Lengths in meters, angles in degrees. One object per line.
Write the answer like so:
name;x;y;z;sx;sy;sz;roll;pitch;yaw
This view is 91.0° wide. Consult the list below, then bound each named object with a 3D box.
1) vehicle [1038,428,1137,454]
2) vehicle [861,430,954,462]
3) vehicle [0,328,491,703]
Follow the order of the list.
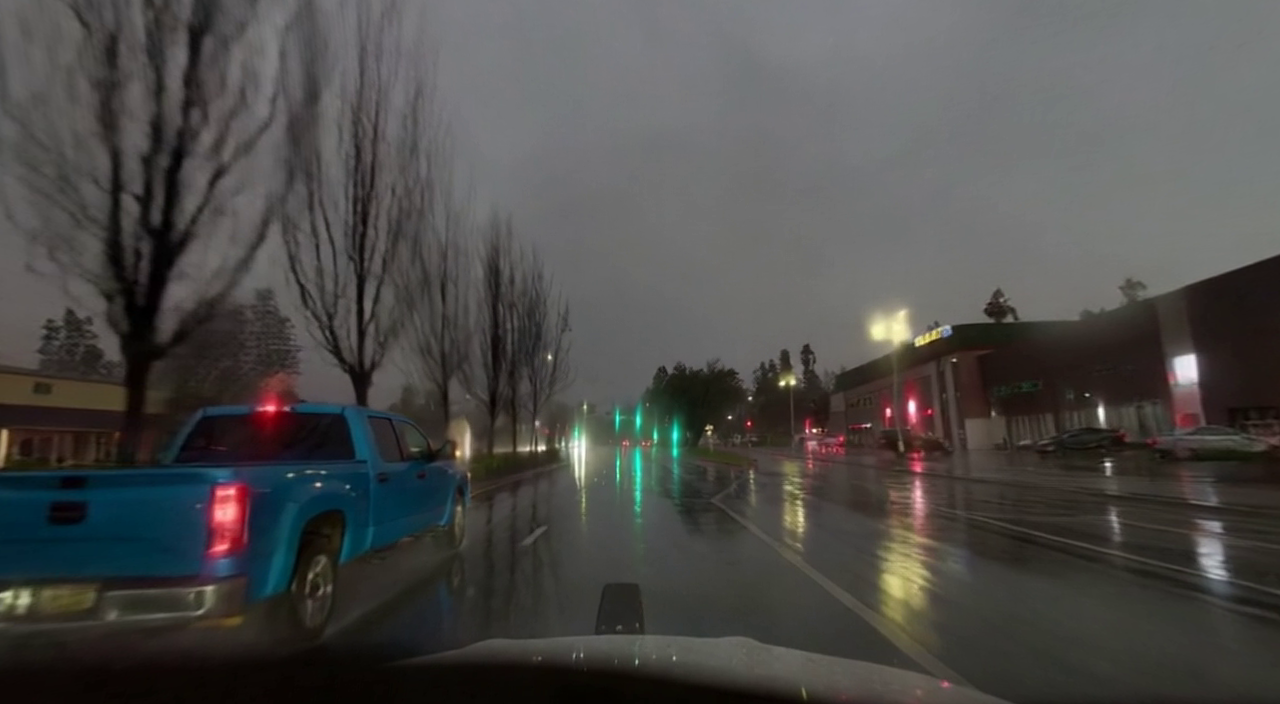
vehicle;27.408;5.467;38.681;4.604;1.487;1.911;0;-8;0
vehicle;15.369;5.428;36.290;4.332;1.744;2.115;0;-11;-3
vehicle;-2.987;1.164;5.408;2.065;1.790;5.417;0;-8;0
